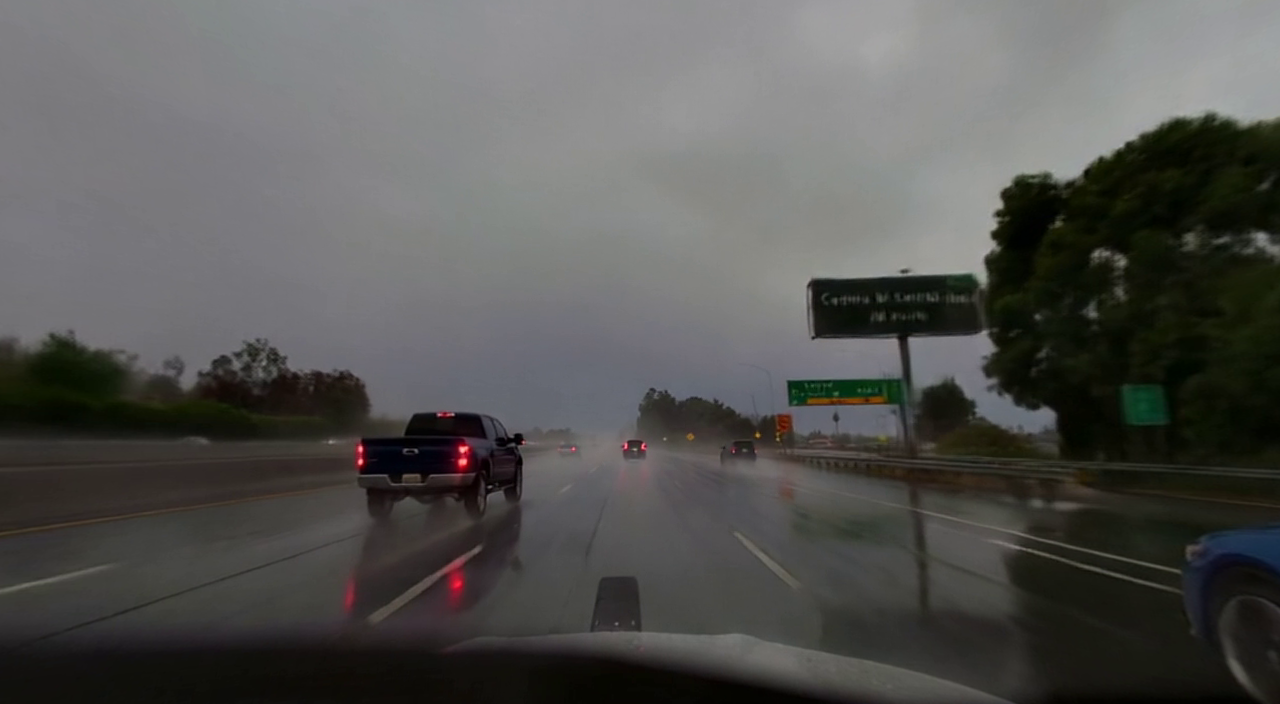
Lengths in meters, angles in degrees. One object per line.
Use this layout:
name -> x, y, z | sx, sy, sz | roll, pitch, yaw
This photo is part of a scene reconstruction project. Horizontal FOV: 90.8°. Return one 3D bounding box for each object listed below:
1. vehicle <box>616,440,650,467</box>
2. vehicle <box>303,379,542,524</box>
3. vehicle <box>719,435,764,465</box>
vehicle -> -0.490, 6.598, 41.301 | 2.157, 1.642, 4.189 | 0, -9, -2
vehicle -> -3.740, 1.946, 12.588 | 2.592, 2.179, 6.034 | 0, -9, 0
vehicle -> 6.773, 6.635, 42.742 | 2.103, 1.898, 5.310 | 0, -9, -1
